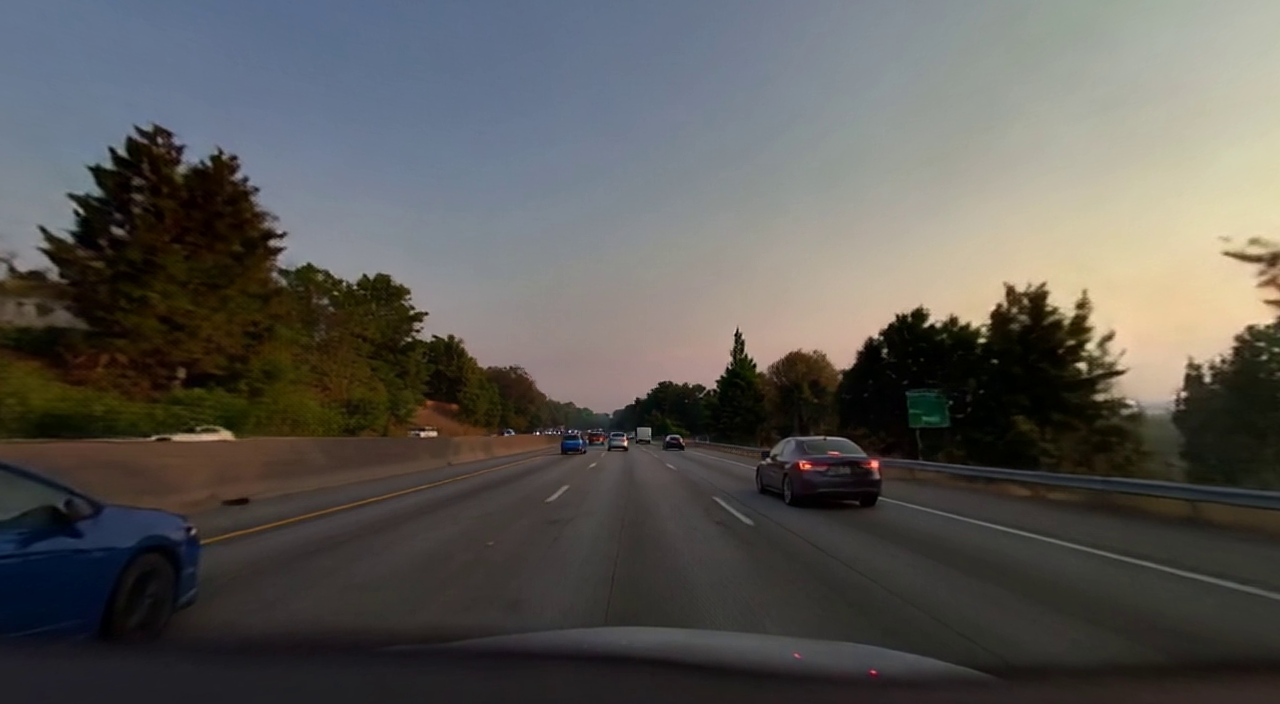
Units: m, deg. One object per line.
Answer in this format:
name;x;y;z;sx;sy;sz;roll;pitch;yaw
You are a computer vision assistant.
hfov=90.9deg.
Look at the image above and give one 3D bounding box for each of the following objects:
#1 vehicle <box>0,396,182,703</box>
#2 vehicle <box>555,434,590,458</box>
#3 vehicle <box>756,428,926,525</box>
vehicle;-3.922;0.788;1.515;2.032;1.535;4.889;0;-8;-1
vehicle;-4.531;6.338;42.837;1.941;1.529;4.111;0;-8;-1
vehicle;3.593;2.268;12.109;1.883;1.536;3.792;0;-8;-2
